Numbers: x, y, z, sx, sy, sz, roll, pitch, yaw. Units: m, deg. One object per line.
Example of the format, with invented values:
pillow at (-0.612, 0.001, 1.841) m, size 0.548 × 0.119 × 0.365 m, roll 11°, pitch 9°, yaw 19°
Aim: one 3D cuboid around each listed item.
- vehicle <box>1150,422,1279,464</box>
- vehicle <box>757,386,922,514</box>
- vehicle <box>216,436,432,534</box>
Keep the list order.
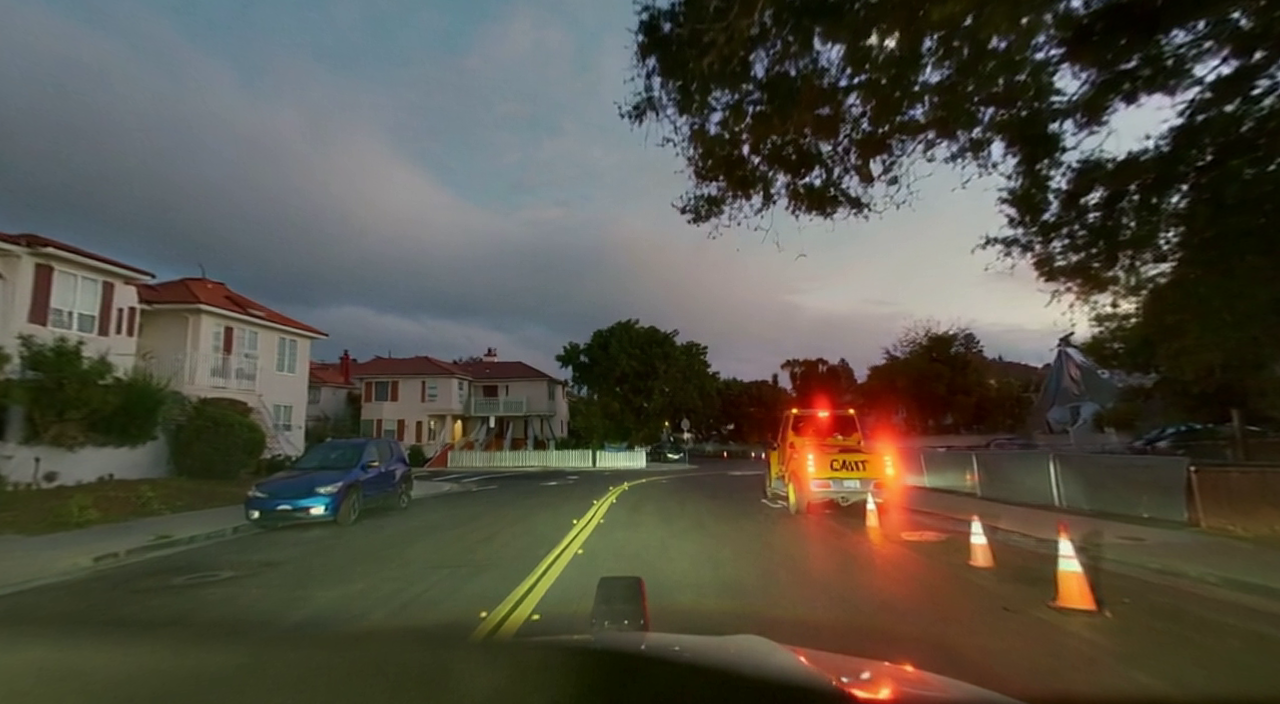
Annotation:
vehicle at (24.459, 3.785, 26.289) m, size 4.540 × 1.558 × 1.980 m, roll -2°, pitch -8°, yaw 1°
vehicle at (4.442, 2.276, 14.812) m, size 2.501 × 2.613 × 3.505 m, roll 1°, pitch -9°, yaw -3°
vehicle at (-6.604, 2.766, 14.002) m, size 2.220 × 1.765 × 4.799 m, roll 0°, pitch -8°, yaw 1°
